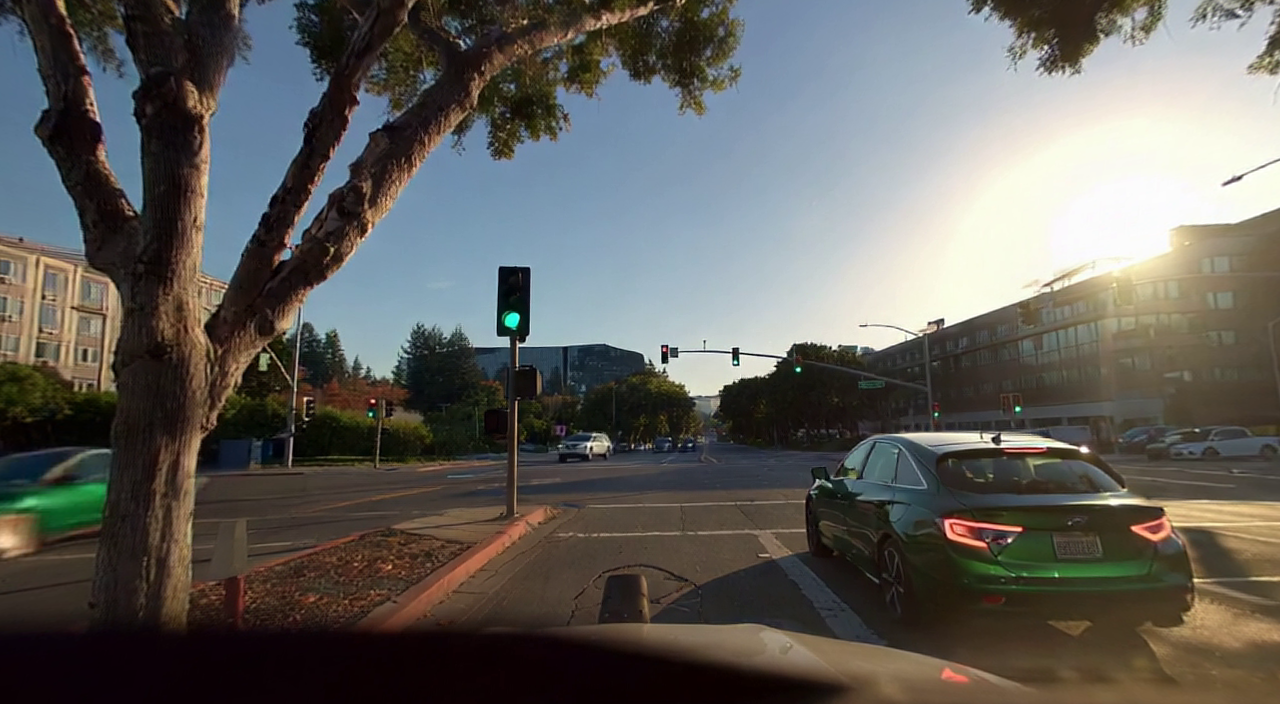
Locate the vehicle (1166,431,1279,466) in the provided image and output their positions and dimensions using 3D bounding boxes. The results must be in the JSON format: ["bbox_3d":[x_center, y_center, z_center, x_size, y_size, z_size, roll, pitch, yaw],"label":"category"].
[{"bbox_3d":[26.274,4.242,27.895,4.644,1.470,1.922,1,-8,-10],"label":"vehicle"}]

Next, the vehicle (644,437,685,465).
[{"bbox_3d":[1.723,6.768,43.255,2.197,1.739,4.177,-2,-8,10],"label":"vehicle"}]

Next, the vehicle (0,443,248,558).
[{"bbox_3d":[-9.206,2.284,10.634,2.002,1.483,4.696,-1,-8,3],"label":"vehicle"}]

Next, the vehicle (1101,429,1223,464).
[{"bbox_3d":[25.894,4.680,31.365,4.441,1.674,2.035,1,-8,-8],"label":"vehicle"}]
